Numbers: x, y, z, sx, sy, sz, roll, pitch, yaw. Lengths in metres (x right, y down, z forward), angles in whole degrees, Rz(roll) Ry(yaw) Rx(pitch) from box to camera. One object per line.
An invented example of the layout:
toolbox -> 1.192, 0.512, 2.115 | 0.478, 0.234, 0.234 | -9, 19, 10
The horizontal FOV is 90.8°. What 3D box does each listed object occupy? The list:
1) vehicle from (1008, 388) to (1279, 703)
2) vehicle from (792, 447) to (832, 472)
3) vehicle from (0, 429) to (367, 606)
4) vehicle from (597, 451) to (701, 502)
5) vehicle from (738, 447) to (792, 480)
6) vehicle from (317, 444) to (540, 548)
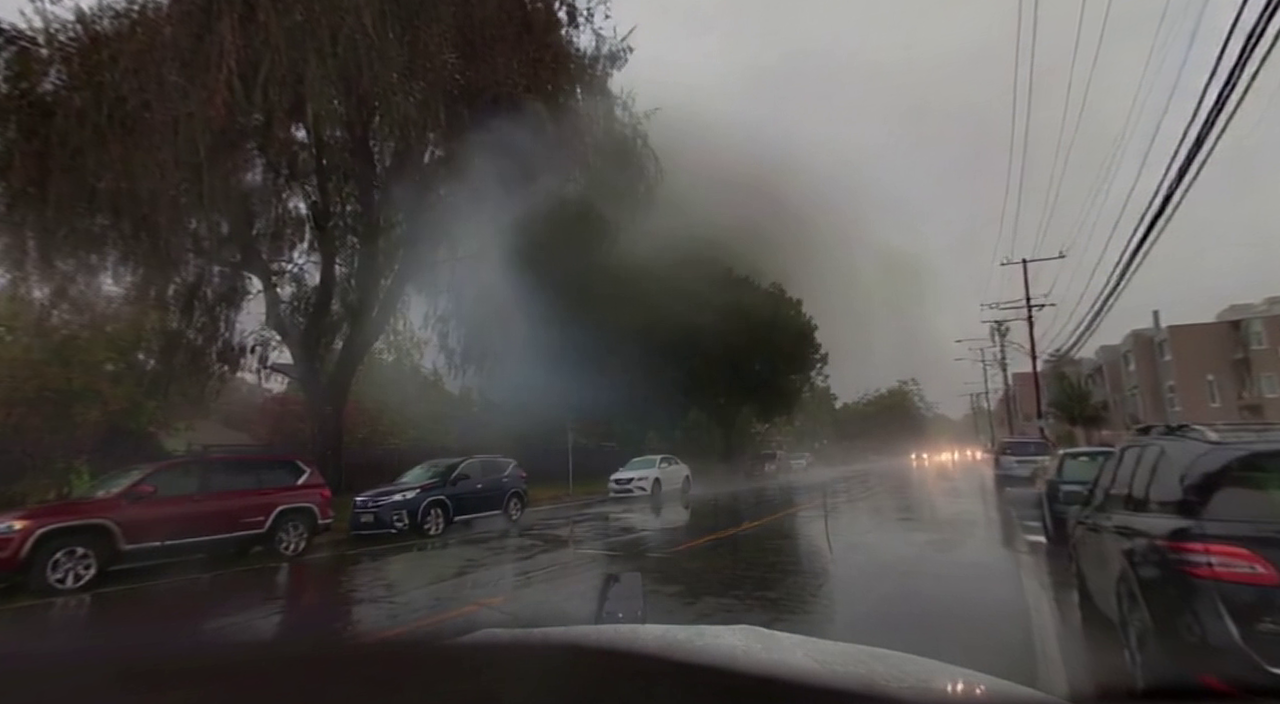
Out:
vehicle -> 3.522, 1.139, 3.698 | 2.030, 1.535, 4.683 | -4, -9, 27
vehicle -> 13.463, 8.424, 49.251 | 1.953, 1.699, 4.234 | -10, -15, 27
vehicle -> -6.768, 2.307, 9.216 | 1.973, 1.848, 5.100 | -12, -14, 23
vehicle -> 0.453, 4.770, 24.506 | 2.017, 1.582, 4.664 | -11, -13, 26
vehicle -> 7.619, 6.645, 38.099 | 2.011, 1.801, 4.676 | -4, -9, 26
vehicle -> -4.386, 3.092, 13.915 | 2.068, 1.745, 4.579 | -11, -14, 23
